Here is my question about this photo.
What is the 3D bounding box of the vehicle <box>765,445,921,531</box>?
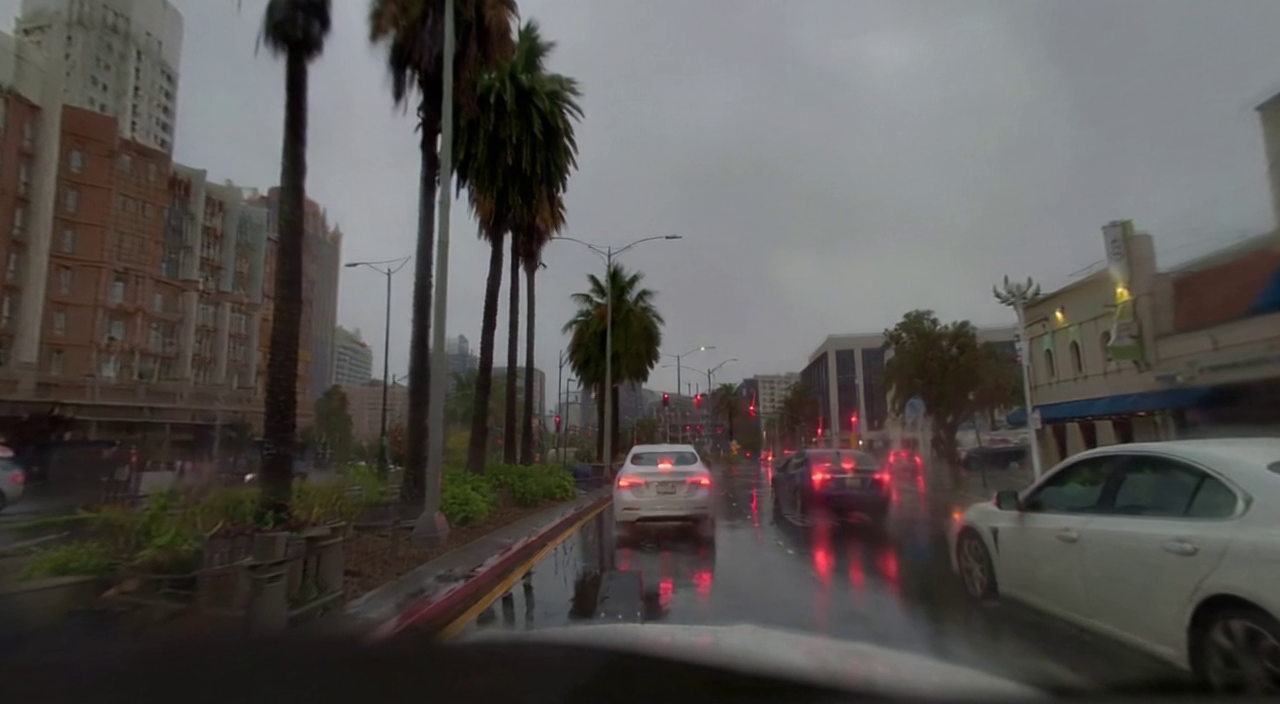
[{"bbox_3d":[4.033,2.736,13.407,1.920,1.490,4.417,0,-9,1],"label":"vehicle"}]

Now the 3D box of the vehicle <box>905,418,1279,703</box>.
[{"bbox_3d":[3.640,1.265,4.276,1.913,1.469,4.425,-1,-9,2],"label":"vehicle"}]

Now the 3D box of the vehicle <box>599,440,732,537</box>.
[{"bbox_3d":[0.489,2.433,11.833,2.078,1.503,3.681,-1,-9,3],"label":"vehicle"}]

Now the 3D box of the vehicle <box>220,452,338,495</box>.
[{"bbox_3d":[-15.644,5.248,27.714,2.078,1.662,4.436,-2,-9,9],"label":"vehicle"}]
